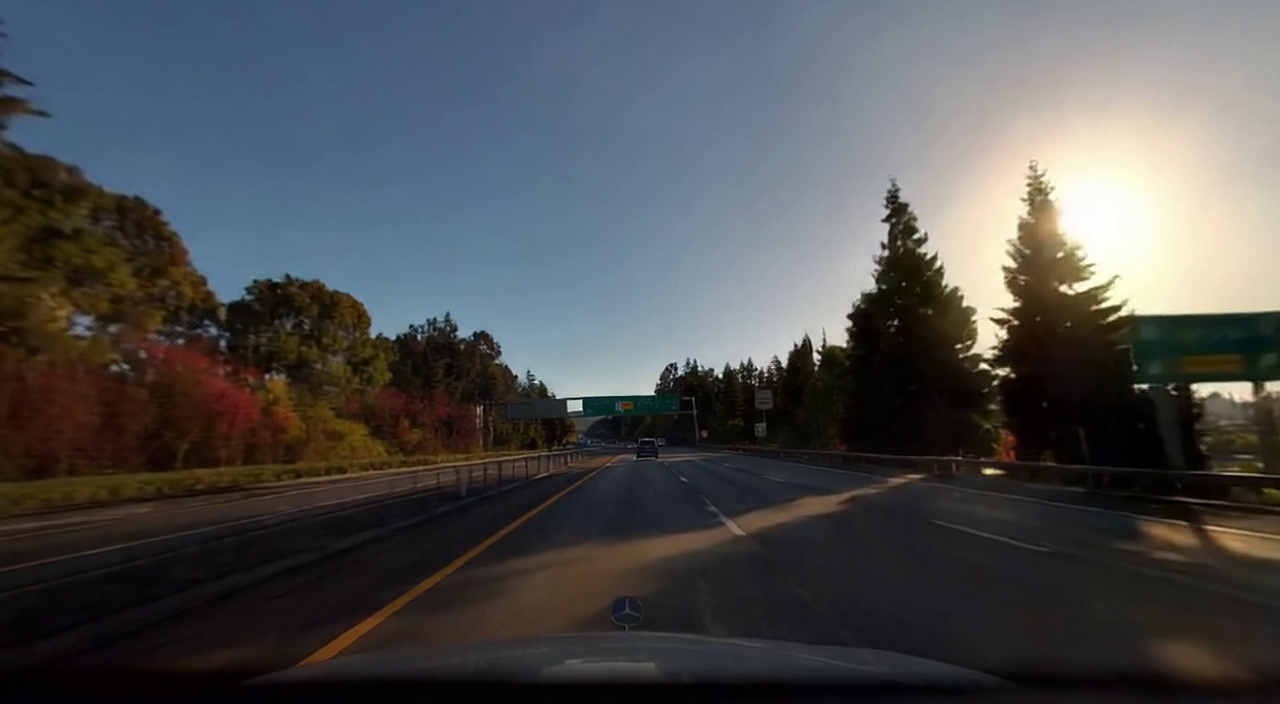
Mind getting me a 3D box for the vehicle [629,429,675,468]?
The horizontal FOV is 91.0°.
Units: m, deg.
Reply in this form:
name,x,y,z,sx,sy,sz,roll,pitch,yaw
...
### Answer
name,x,y,z,sx,sy,sz,roll,pitch,yaw
vehicle,0.650,5.156,33.890,2.301,1.944,4.554,0,-8,1
